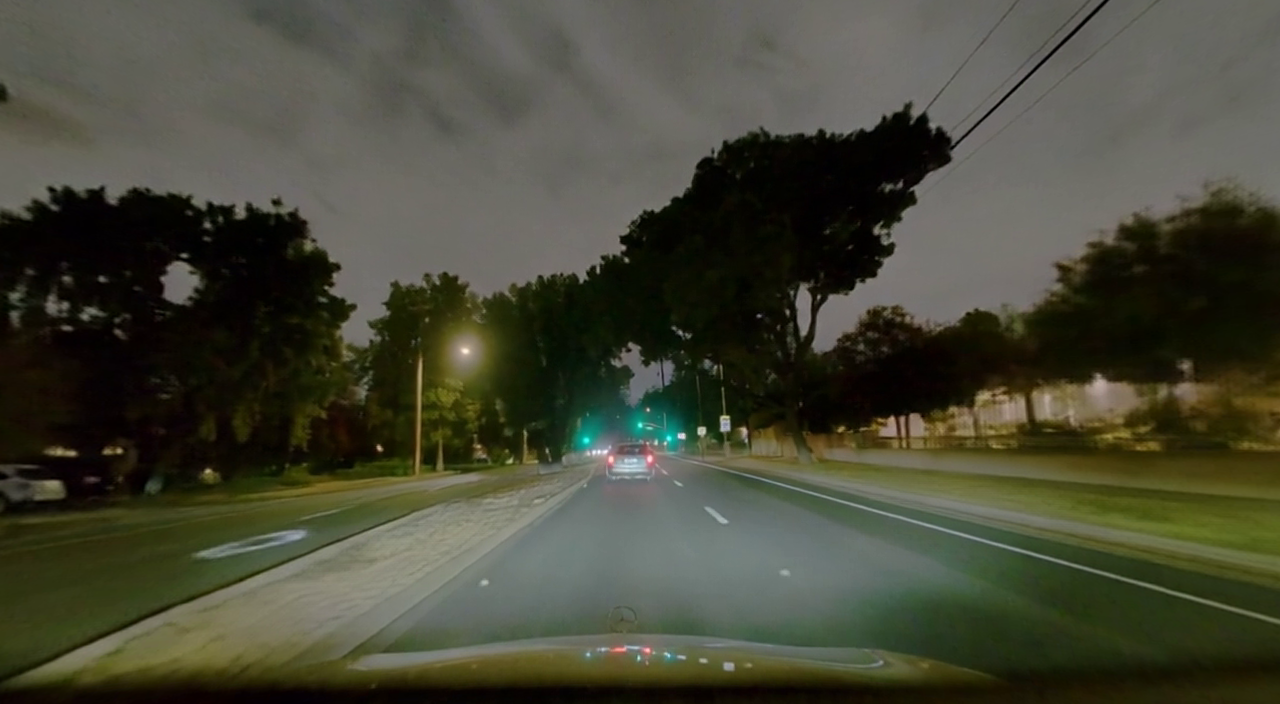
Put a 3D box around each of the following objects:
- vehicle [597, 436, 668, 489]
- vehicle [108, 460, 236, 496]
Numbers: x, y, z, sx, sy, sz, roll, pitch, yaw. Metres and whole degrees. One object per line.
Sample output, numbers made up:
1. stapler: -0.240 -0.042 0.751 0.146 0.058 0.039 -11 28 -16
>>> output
1. vehicle: -0.240 3.755 21.801 2.181 1.639 4.127 0 -9 0
2. vehicle: -21.620 5.817 29.323 4.366 1.526 1.921 0 -9 0
